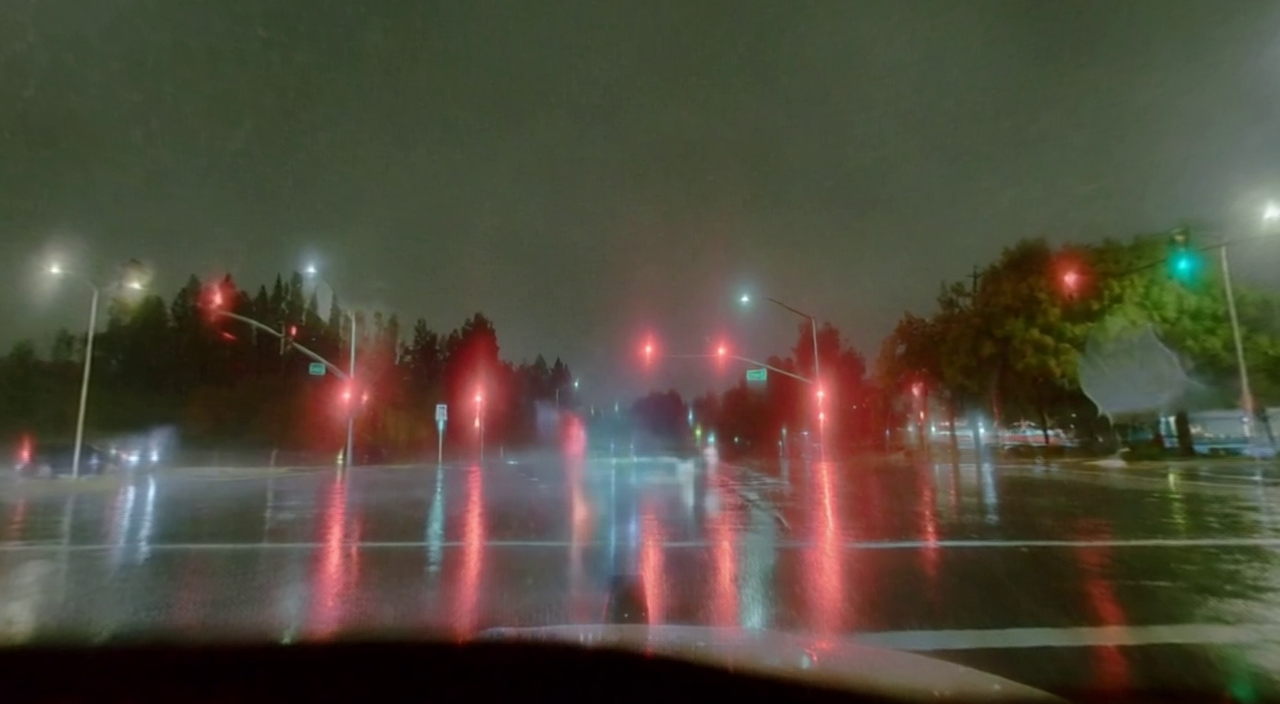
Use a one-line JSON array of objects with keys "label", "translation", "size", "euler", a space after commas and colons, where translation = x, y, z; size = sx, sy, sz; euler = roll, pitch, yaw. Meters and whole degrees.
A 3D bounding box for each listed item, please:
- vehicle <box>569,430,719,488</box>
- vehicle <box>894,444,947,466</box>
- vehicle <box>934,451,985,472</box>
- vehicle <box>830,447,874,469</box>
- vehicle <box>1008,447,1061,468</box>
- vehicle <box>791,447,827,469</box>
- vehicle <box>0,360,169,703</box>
[{"label": "vehicle", "translation": [0.128, 2.933, 17.360], "size": [3.894, 1.490, 1.810], "euler": [-1, -8, 3]}, {"label": "vehicle", "translation": [20.574, 7.587, 46.464], "size": [1.815, 1.515, 4.552], "euler": [0, -8, 0]}, {"label": "vehicle", "translation": [23.001, 7.885, 45.483], "size": [1.633, 1.324, 3.449], "euler": [-1, -8, -3]}, {"label": "vehicle", "translation": [15.567, 7.755, 46.386], "size": [1.714, 1.458, 4.206], "euler": [0, -8, -1]}, {"label": "vehicle", "translation": [28.466, 7.600, 45.575], "size": [1.662, 1.440, 3.583], "euler": [-1, -8, 3]}, {"label": "vehicle", "translation": [12.555, 7.858, 46.892], "size": [1.647, 1.386, 3.725], "euler": [-2, -8, 1]}, {"label": "vehicle", "translation": [-3.053, 0.616, 0.547], "size": [2.055, 1.573, 4.065], "euler": [0, -8, 1]}]
